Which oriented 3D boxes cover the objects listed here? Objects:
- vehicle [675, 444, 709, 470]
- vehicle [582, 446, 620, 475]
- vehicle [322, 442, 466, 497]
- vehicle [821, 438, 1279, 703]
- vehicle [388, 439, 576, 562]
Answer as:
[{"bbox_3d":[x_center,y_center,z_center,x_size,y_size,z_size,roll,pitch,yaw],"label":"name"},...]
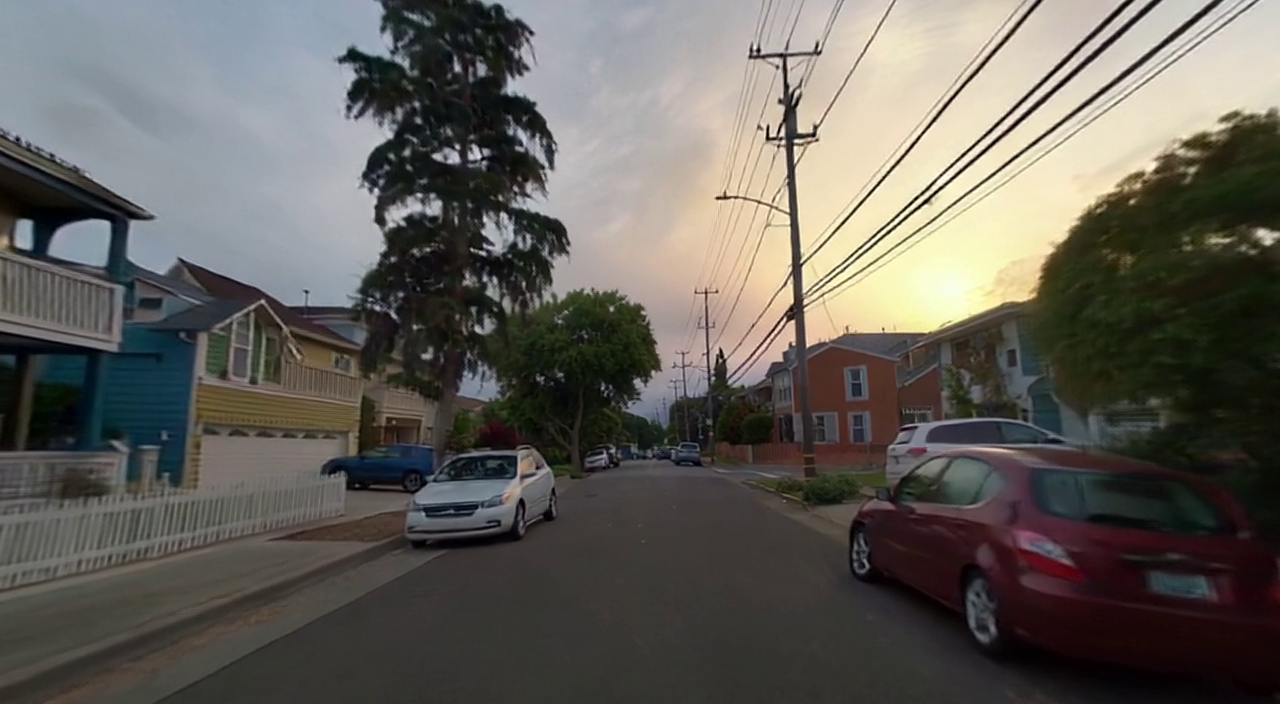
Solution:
[{"bbox_3d":[3.978,8.096,49.038,2.129,1.873,4.471,0,-8,-1],"label":"vehicle"},{"bbox_3d":[-2.532,7.180,42.205,2.082,1.759,4.541,-2,-8,1],"label":"vehicle"},{"bbox_3d":[-8.497,4.059,22.098,4.088,1.779,2.109,0,-8,4],"label":"vehicle"},{"bbox_3d":[3.238,1.586,5.472,2.043,1.631,4.613,1,-8,1],"label":"vehicle"},{"bbox_3d":[-2.773,2.695,12.399,2.204,1.655,4.813,-7,-8,1],"label":"vehicle"}]
